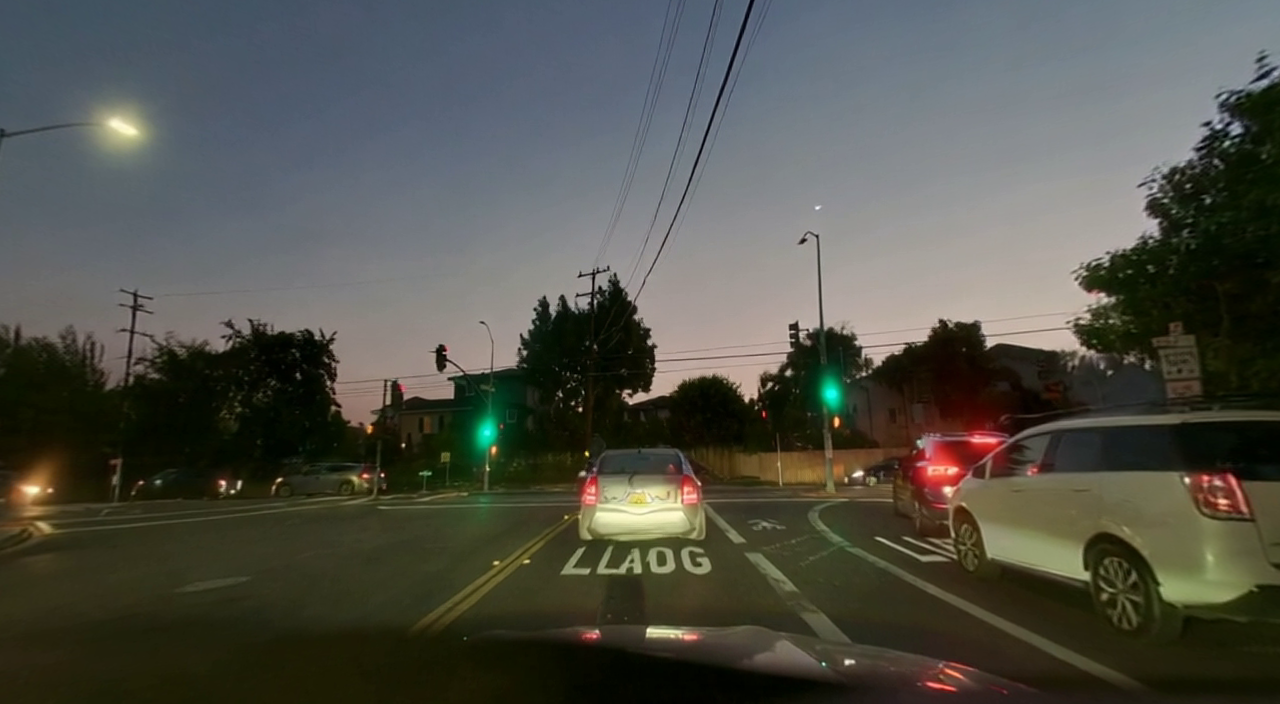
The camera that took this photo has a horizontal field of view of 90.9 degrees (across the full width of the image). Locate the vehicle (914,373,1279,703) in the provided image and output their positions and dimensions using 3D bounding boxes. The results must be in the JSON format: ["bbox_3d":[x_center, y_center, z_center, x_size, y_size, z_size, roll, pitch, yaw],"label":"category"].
[{"bbox_3d":[4.585,1.383,5.941,2.095,1.836,4.895,-1,-9,4],"label":"vehicle"}]

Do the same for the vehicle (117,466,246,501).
[{"bbox_3d":[-21.074,6.034,29.059,4.736,1.475,1.921,-2,-9,9],"label":"vehicle"}]

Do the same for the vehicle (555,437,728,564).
[{"bbox_3d":[0.060,2.131,9.890,2.078,1.506,4.512,0,-9,1],"label":"vehicle"}]

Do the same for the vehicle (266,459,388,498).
[{"bbox_3d":[-13.879,5.592,28.065,4.485,1.625,1.980,-2,-9,10],"label":"vehicle"}]
